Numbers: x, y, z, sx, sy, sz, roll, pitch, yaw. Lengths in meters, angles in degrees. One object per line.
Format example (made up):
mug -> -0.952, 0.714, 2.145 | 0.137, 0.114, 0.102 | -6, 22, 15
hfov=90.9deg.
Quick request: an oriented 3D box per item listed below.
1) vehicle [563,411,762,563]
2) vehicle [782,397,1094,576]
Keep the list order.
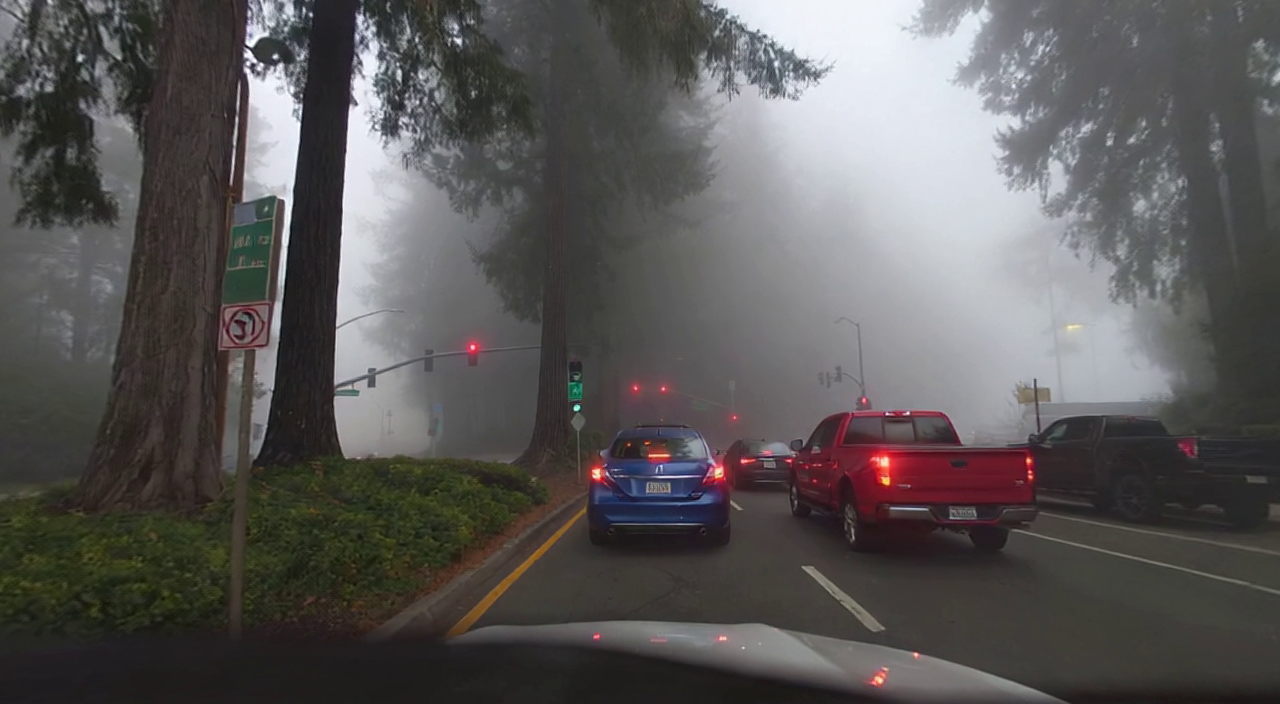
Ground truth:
vehicle -> 0.252, 1.775, 8.961 | 2.168, 1.641, 4.039 | 0, -8, 0
vehicle -> 3.394, 1.628, 8.360 | 2.099, 1.725, 4.290 | 0, -8, 1
